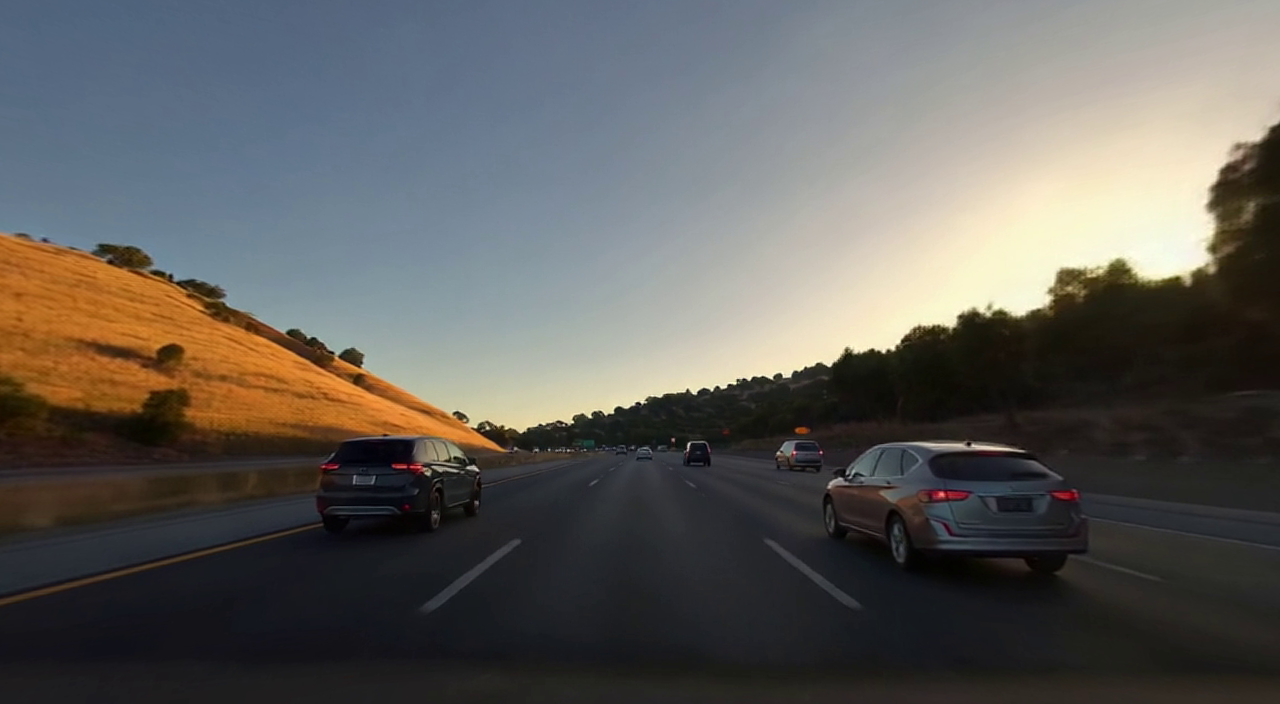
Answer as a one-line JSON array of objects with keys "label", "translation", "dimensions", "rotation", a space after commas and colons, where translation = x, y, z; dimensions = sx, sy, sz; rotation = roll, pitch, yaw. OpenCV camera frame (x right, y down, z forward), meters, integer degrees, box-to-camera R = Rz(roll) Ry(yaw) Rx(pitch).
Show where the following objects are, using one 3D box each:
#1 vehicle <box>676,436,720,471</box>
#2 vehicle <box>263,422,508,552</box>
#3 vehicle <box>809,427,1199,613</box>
[{"label": "vehicle", "translation": [3.397, 6.083, 37.849], "dimensions": [2.121, 1.925, 5.056], "rotation": [0, -8, 0]}, {"label": "vehicle", "translation": [-3.799, 2.095, 10.496], "dimensions": [2.166, 1.672, 4.388], "rotation": [0, -8, 1]}, {"label": "vehicle", "translation": [3.516, 1.679, 7.288], "dimensions": [1.941, 1.481, 4.300], "rotation": [0, -8, 0]}]
